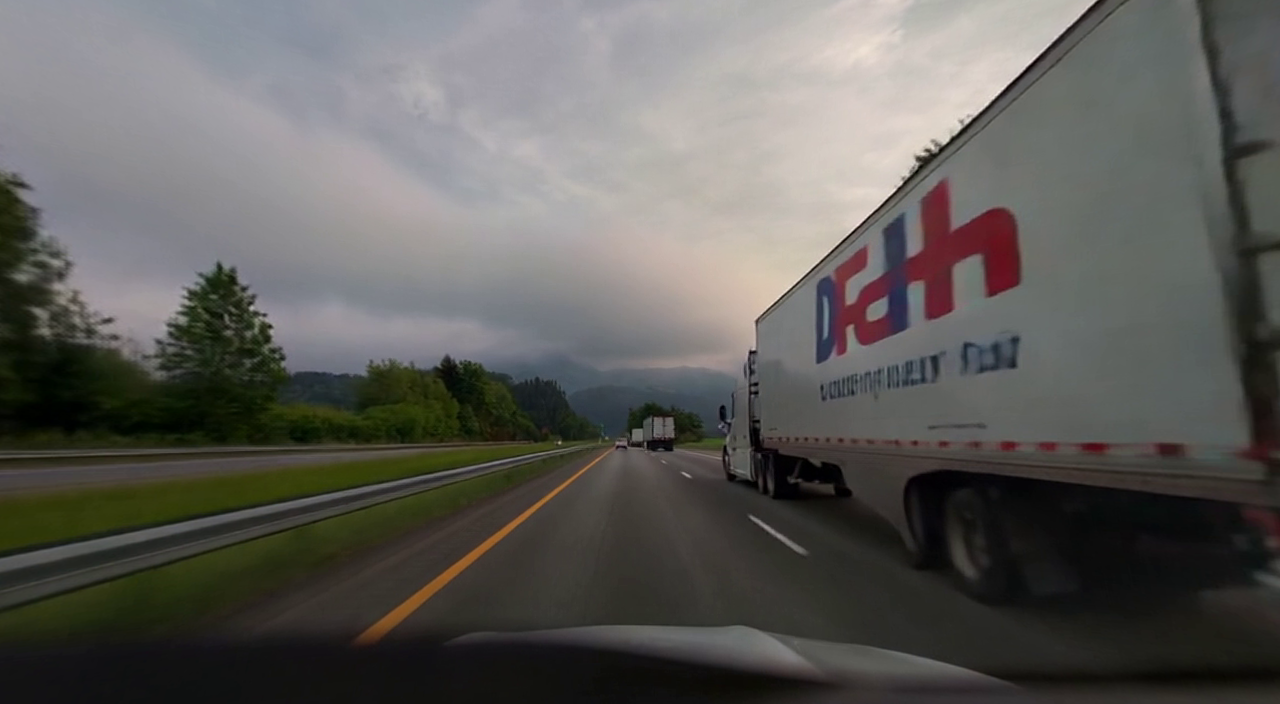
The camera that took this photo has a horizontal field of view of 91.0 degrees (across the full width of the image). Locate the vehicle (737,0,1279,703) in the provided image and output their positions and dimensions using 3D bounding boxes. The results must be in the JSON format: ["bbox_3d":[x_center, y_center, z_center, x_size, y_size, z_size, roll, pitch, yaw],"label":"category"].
[{"bbox_3d":[4.220,0.588,9.811,2.871,4.072,14.183,0,-8,-1],"label":"vehicle"}]
